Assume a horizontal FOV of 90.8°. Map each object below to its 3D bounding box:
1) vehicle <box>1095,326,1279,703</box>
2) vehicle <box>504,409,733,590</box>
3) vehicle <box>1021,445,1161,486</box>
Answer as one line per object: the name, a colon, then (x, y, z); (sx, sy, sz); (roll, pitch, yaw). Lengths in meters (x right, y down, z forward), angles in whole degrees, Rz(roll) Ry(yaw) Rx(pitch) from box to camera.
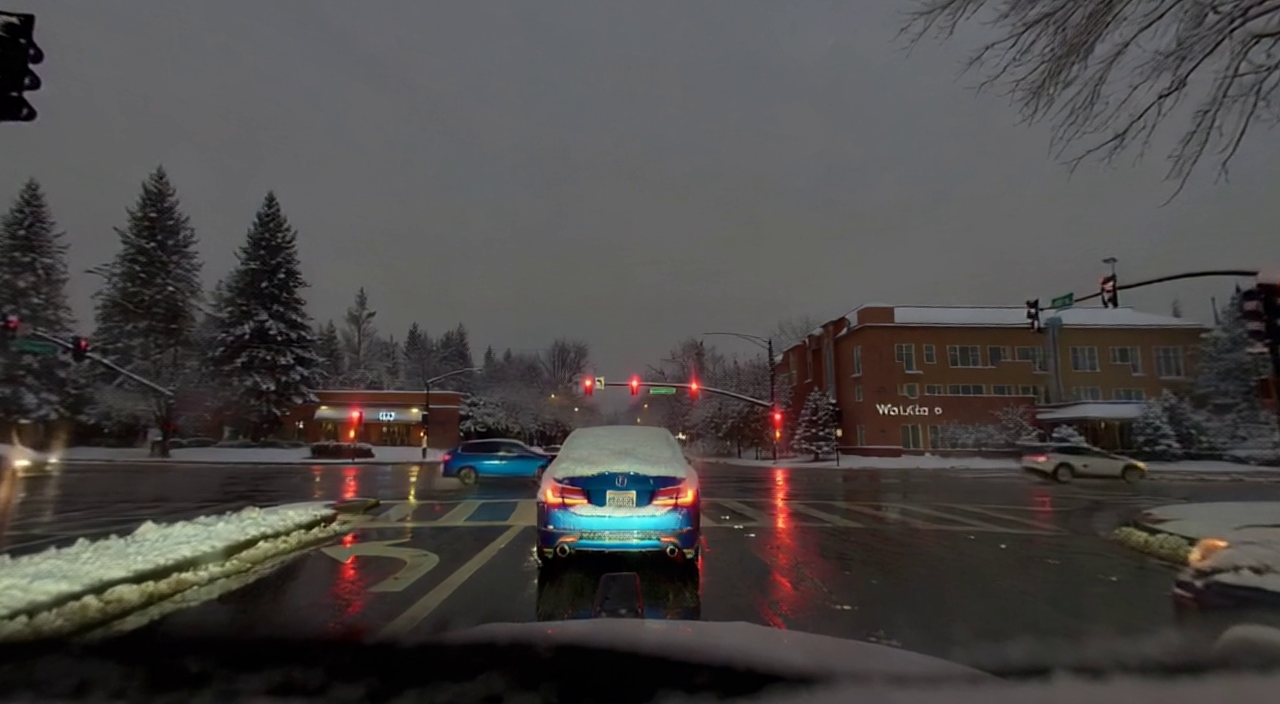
vehicle: (3.379, 0.607, 0.858); (1.995, 1.787, 4.810); (2, -8, 1)
vehicle: (-0.226, 1.623, 7.758); (2.066, 1.618, 3.922); (0, -8, -1)
vehicle: (20.278, 5.101, 28.530); (4.912, 1.731, 2.022); (1, -8, -6)
